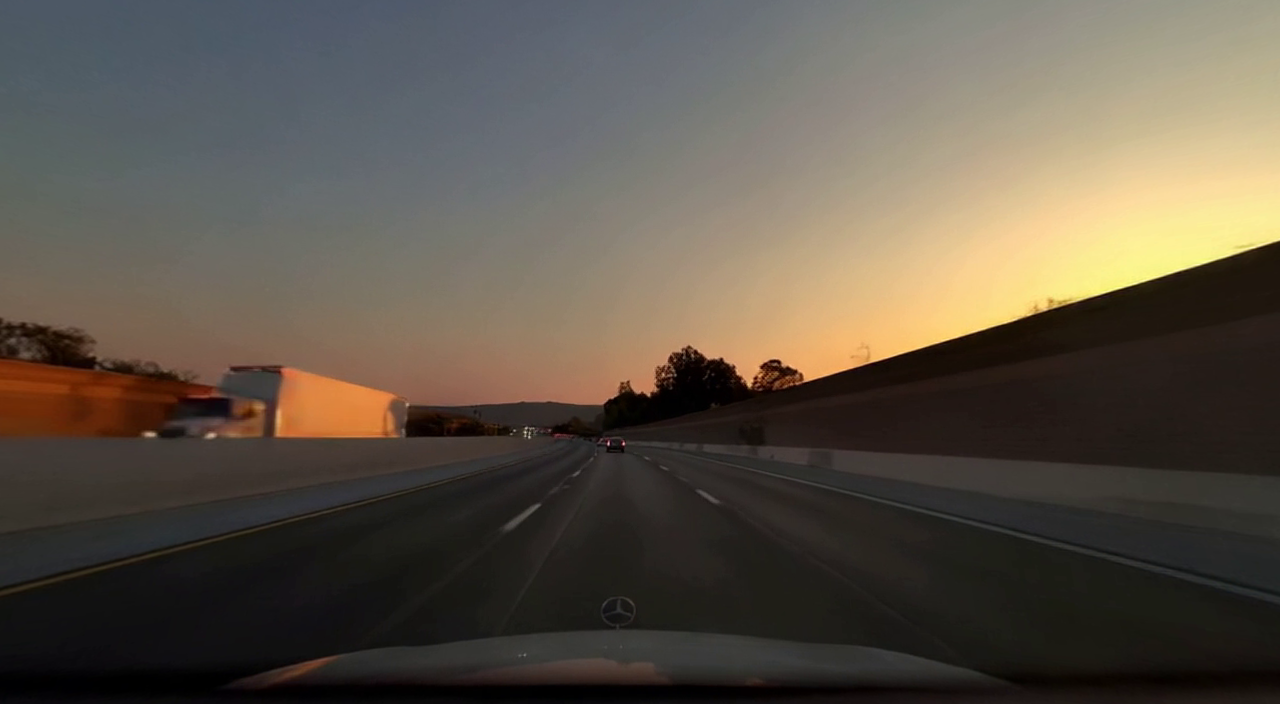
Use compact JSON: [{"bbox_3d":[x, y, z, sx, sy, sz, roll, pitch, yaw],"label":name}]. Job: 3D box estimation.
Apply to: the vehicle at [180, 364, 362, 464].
[{"bbox_3d":[-17.048,3.140,30.416,2.914,4.000,10.062,0,-8,-2],"label":"vehicle"}]
